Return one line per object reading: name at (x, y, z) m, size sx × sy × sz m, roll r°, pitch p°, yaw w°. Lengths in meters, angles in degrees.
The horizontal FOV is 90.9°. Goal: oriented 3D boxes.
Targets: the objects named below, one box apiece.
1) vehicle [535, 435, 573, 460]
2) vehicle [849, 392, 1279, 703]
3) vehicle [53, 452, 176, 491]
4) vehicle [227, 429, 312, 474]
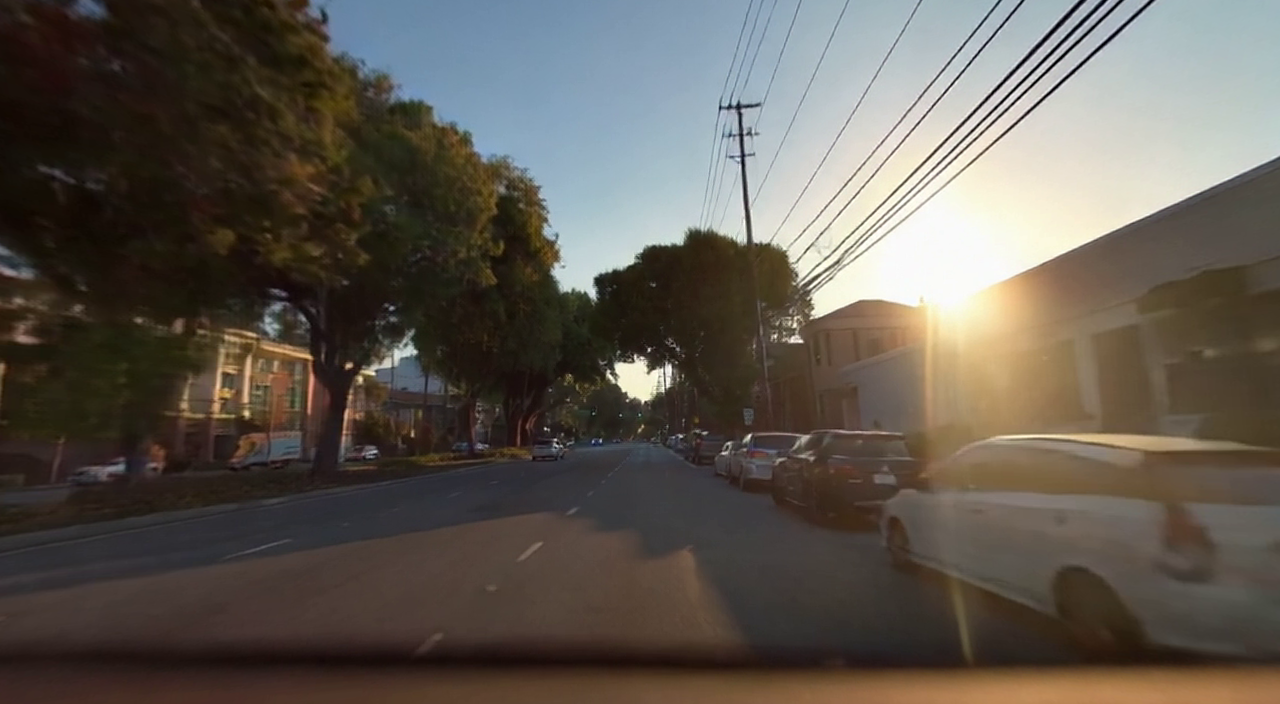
vehicle at (-6.074, 6.795, 45.164) m, size 2.000 × 1.671 × 4.497 m, roll 0°, pitch -8°, yaw 1°
vehicle at (3.480, 1.286, 5.051) m, size 2.048 × 1.556 × 4.753 m, roll 0°, pitch -8°, yaw 1°
vehicle at (-25.778, 5.819, 31.188) m, size 2.121 × 1.699 × 4.506 m, roll 0°, pitch -8°, yaw 0°
vehicle at (-25.630, 6.892, 43.927) m, size 2.223 × 2.895 × 5.824 m, roll 0°, pitch -8°, yaw 1°
